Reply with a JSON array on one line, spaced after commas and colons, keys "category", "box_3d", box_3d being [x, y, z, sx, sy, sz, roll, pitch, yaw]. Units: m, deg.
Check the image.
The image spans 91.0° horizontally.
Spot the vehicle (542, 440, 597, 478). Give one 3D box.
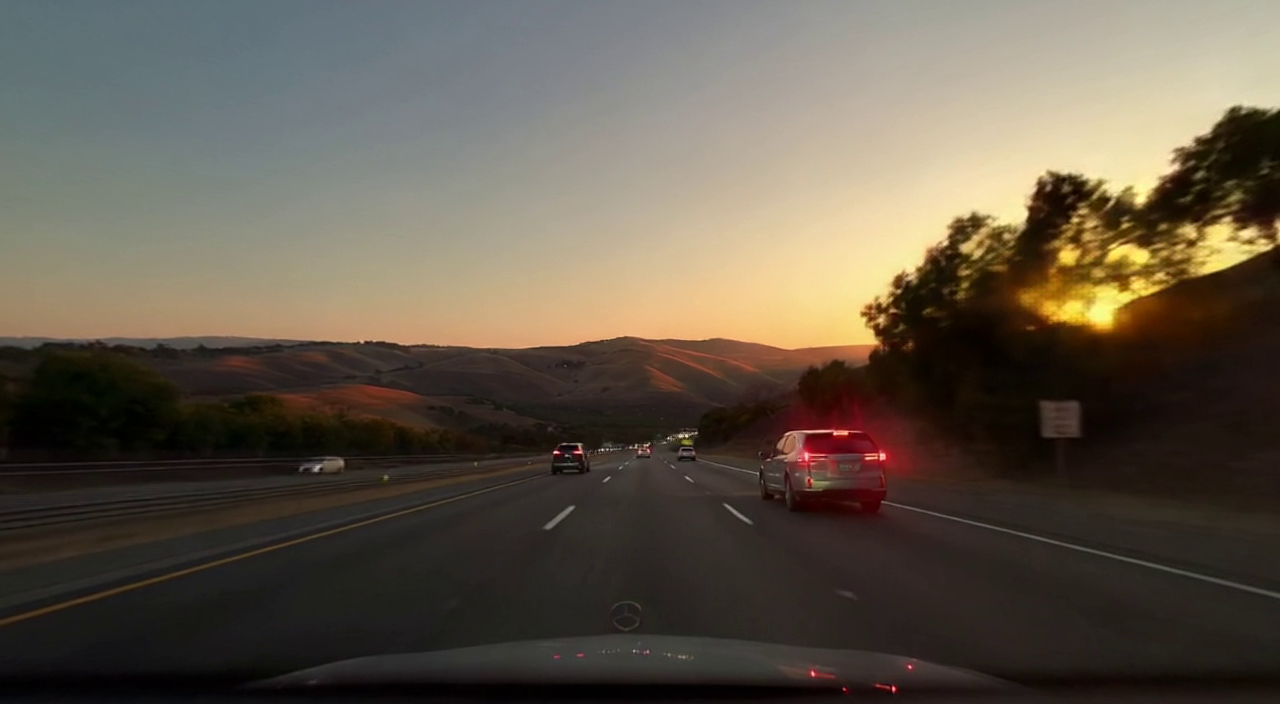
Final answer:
[{"category": "vehicle", "box_3d": [-3.345, 5.157, 30.550, 2.070, 1.707, 4.309, 0, -9, 1]}]
